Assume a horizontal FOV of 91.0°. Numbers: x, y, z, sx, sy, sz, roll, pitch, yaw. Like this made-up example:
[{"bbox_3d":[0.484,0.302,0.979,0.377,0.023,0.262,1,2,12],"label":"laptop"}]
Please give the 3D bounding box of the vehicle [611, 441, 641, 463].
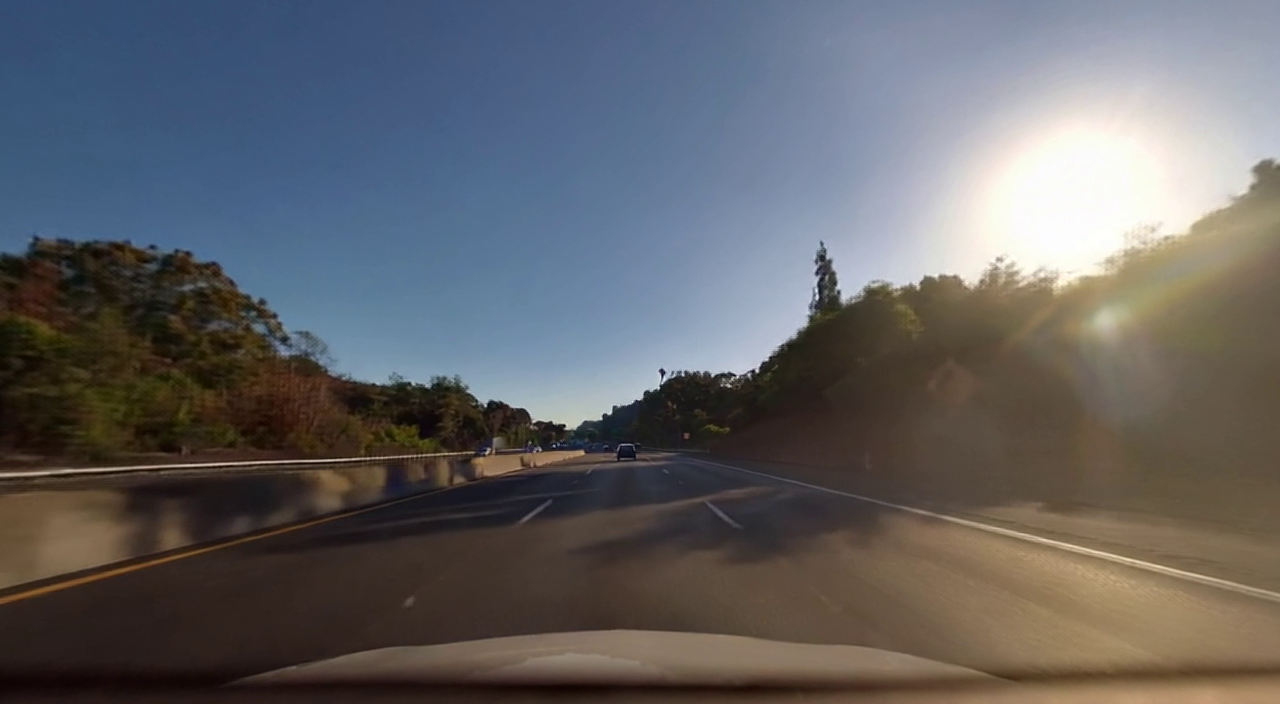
[{"bbox_3d":[-1.075,7.729,48.660,2.158,1.562,4.373,0,-8,-1],"label":"vehicle"}]
